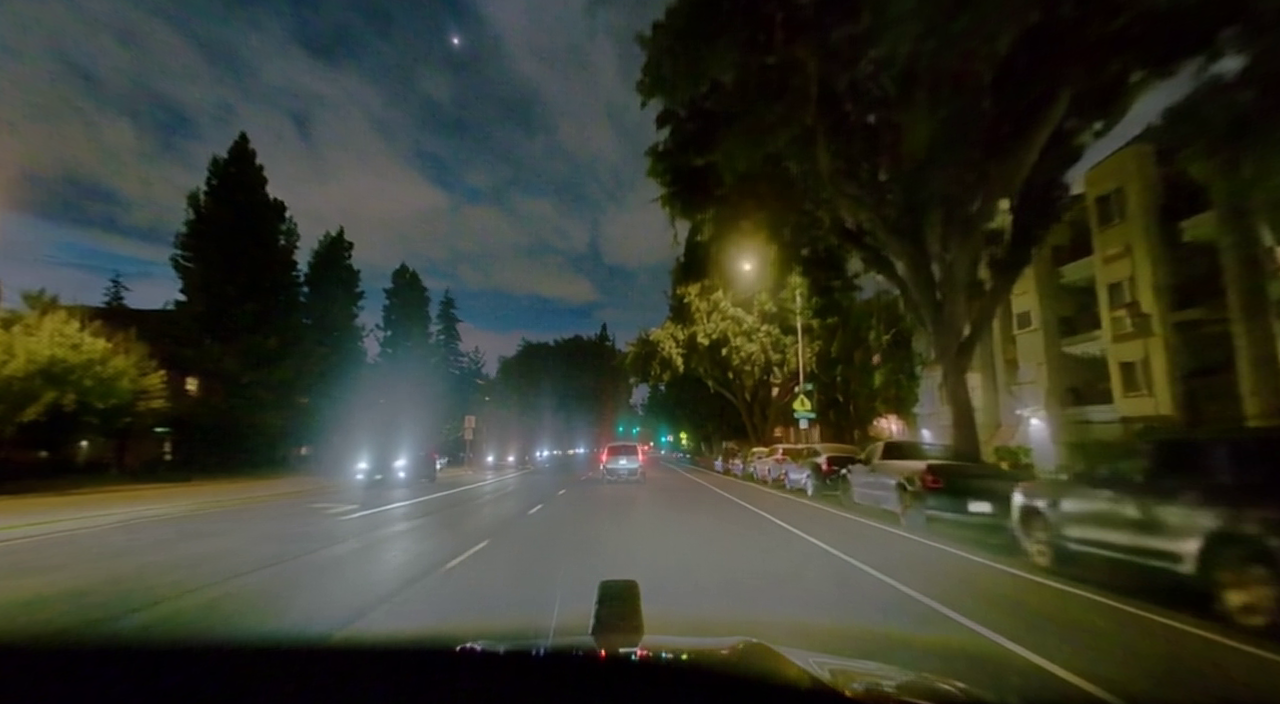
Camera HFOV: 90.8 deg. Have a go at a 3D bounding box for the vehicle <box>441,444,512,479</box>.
[{"bbox_3d":[-7.614,5.128,29.953,2.105,1.474,4.808,0,-8,0],"label":"vehicle"}]

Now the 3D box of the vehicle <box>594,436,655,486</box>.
[{"bbox_3d":[-0.547,4.035,23.667,2.070,1.698,3.925,0,-8,-1],"label":"vehicle"}]

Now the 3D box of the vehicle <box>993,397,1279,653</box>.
[{"bbox_3d":[5.614,1.433,5.831,2.026,1.822,4.520,0,-8,0],"label":"vehicle"}]

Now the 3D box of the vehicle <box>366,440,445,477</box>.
[{"bbox_3d":[-12.001,5.477,32.777,2.020,1.754,5.185,0,-8,1],"label":"vehicle"}]

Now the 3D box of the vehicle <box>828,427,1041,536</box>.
[{"bbox_3d":[5.601,2.498,12.840,2.053,1.799,4.446,0,-8,-1],"label":"vehicle"}]
